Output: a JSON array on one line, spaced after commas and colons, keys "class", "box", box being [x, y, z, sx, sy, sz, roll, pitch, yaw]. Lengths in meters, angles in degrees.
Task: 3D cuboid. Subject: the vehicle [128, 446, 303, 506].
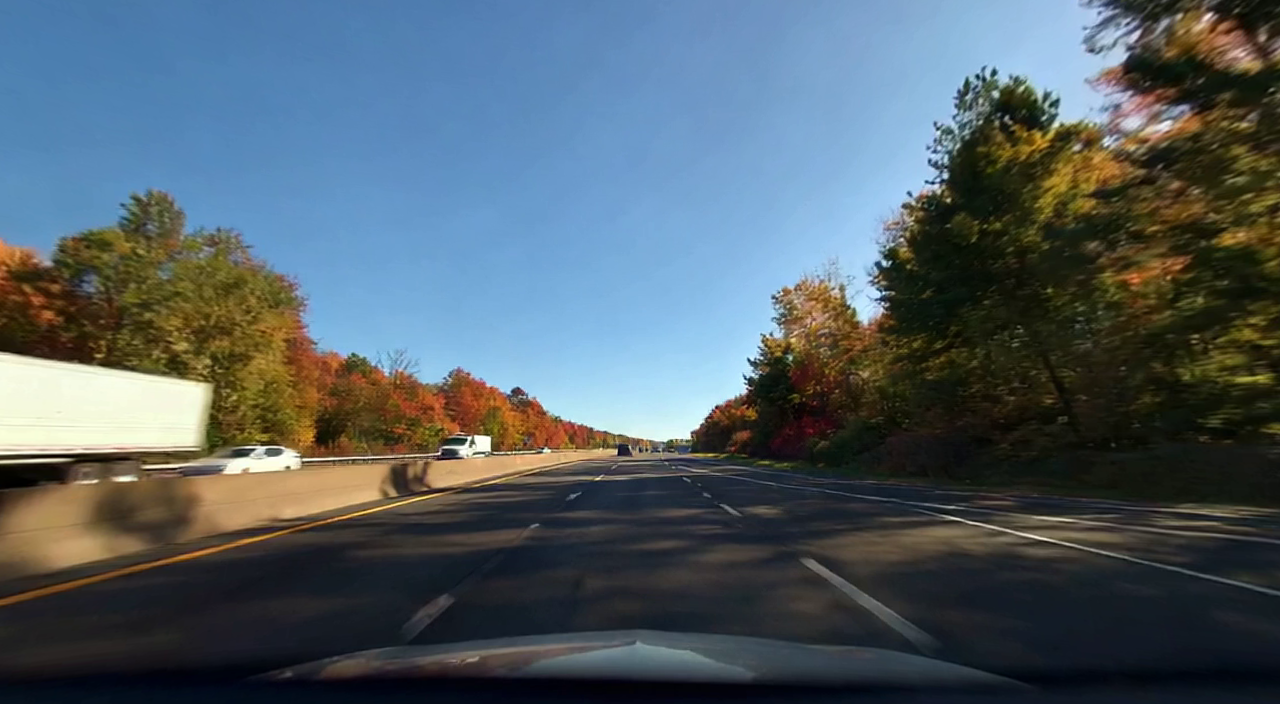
[{"class": "vehicle", "box": [-12.426, 3.625, 18.833, 1.942, 1.554, 4.696, 0, -9, 0]}]

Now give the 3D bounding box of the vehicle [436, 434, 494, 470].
[{"class": "vehicle", "box": [-11.905, 6.840, 43.080, 2.347, 2.274, 5.425, -1, -9, 1]}]

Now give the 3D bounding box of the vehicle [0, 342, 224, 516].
[{"class": "vehicle", "box": [-16.929, 1.721, 14.129, 3.358, 4.099, 17.383, 0, -9, 0]}]
